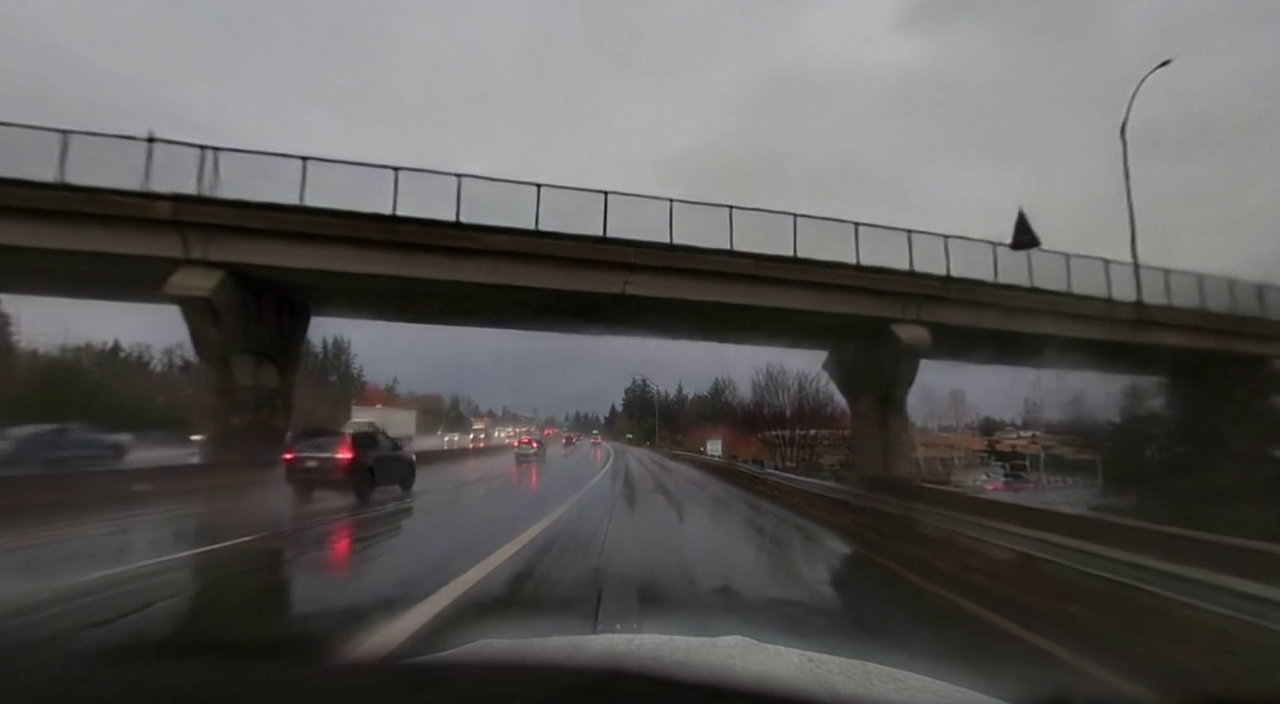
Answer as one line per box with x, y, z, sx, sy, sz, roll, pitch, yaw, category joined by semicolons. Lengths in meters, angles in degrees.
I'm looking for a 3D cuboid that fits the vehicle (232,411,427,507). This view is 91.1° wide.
-7.075;2.480;15.090;2.188;1.896;4.810;0;-8;0;vehicle

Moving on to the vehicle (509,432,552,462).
-7.239;6.308;41.864;1.956;1.888;4.512;0;-8;1;vehicle
